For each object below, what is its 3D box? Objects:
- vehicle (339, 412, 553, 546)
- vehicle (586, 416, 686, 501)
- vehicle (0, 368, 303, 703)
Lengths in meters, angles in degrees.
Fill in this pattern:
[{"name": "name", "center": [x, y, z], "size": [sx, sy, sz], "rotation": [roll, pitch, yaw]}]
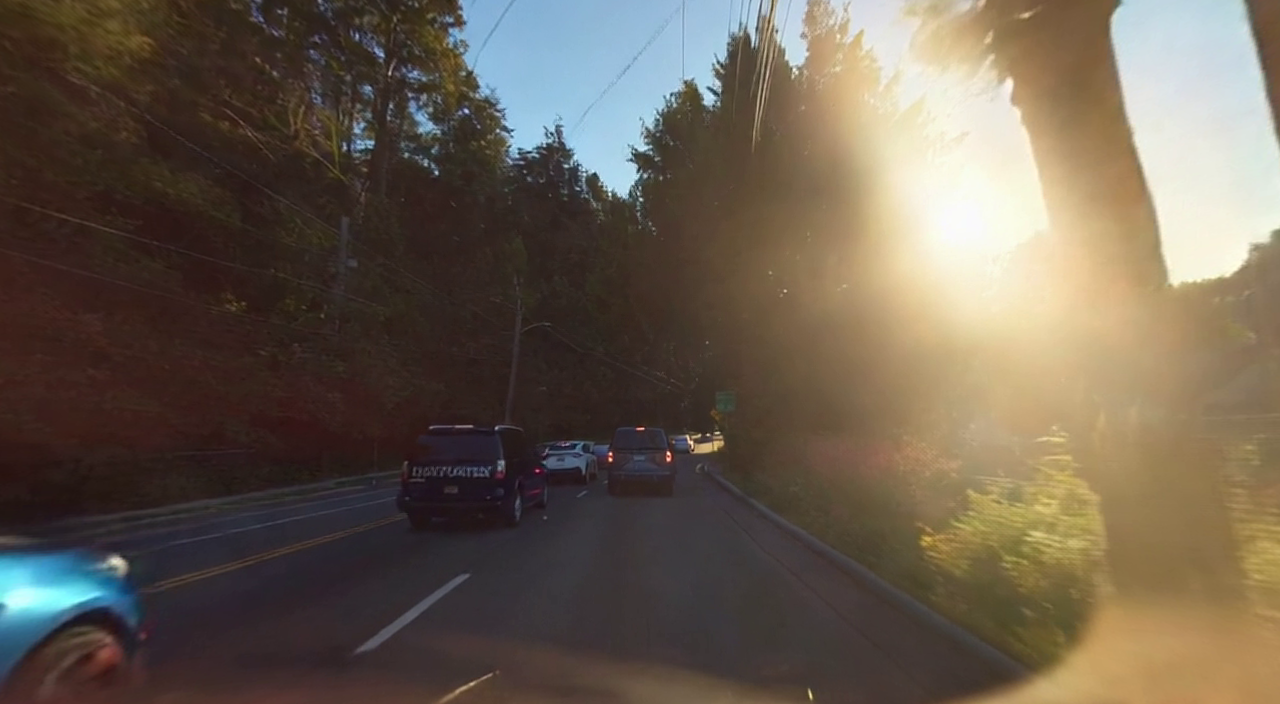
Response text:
[{"name": "vehicle", "center": [-2.951, 2.080, 10.911], "size": [2.062, 1.796, 4.657], "rotation": [-1, -9, 2]}, {"name": "vehicle", "center": [-0.017, 2.730, 16.379], "size": [2.241, 1.912, 4.095], "rotation": [-1, -9, 2]}, {"name": "vehicle", "center": [-3.169, 0.725, 1.300], "size": [2.180, 1.546, 4.755], "rotation": [0, -9, 2]}]
